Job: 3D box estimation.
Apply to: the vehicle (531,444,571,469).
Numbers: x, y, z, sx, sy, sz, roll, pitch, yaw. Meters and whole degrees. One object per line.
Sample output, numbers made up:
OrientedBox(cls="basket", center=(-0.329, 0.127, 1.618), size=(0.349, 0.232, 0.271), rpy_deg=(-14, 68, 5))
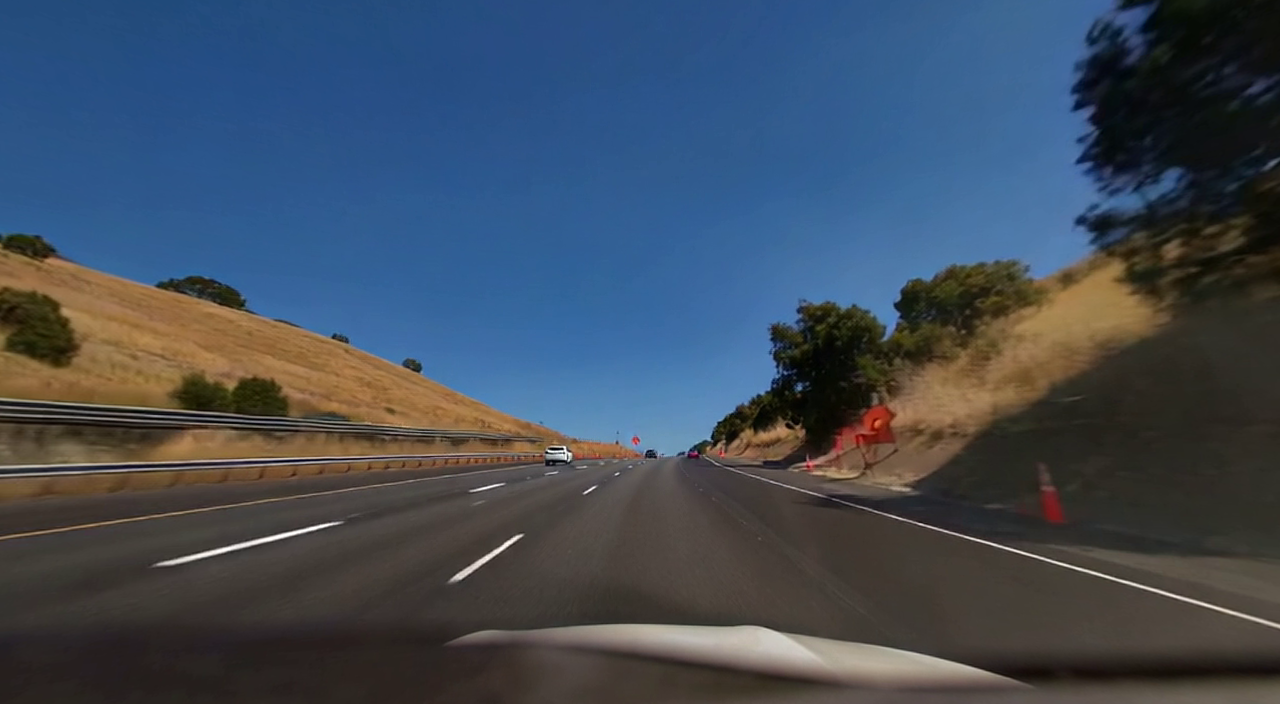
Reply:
OrientedBox(cls="vehicle", center=(-5.992, 7.122, 43.020), size=(2.042, 1.585, 4.162), rpy_deg=(0, -9, 1))
